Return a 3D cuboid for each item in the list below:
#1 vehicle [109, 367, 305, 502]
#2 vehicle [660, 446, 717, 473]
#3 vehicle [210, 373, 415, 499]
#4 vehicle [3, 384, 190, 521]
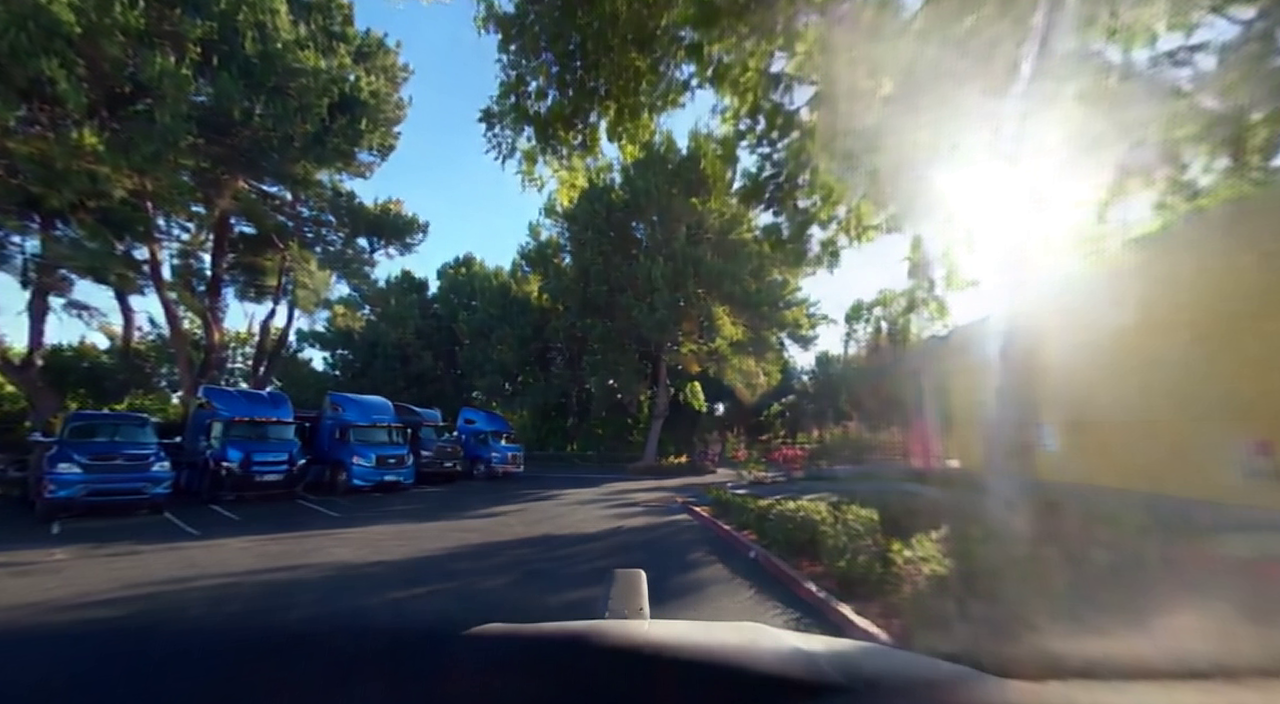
[{"bbox_3d":[-16.235,3.124,23.064,11.512,3.871,3.038,-8,-12,42],"label":"vehicle"},{"bbox_3d":[2.988,6.503,38.248,1.809,1.506,3.473,-7,-11,37],"label":"vehicle"},{"bbox_3d":[-13.628,3.487,25.443,11.906,4.069,2.948,-8,-12,41],"label":"vehicle"},{"bbox_3d":[-15.395,2.783,17.606,7.819,3.007,2.674,-8,-12,41],"label":"vehicle"}]
